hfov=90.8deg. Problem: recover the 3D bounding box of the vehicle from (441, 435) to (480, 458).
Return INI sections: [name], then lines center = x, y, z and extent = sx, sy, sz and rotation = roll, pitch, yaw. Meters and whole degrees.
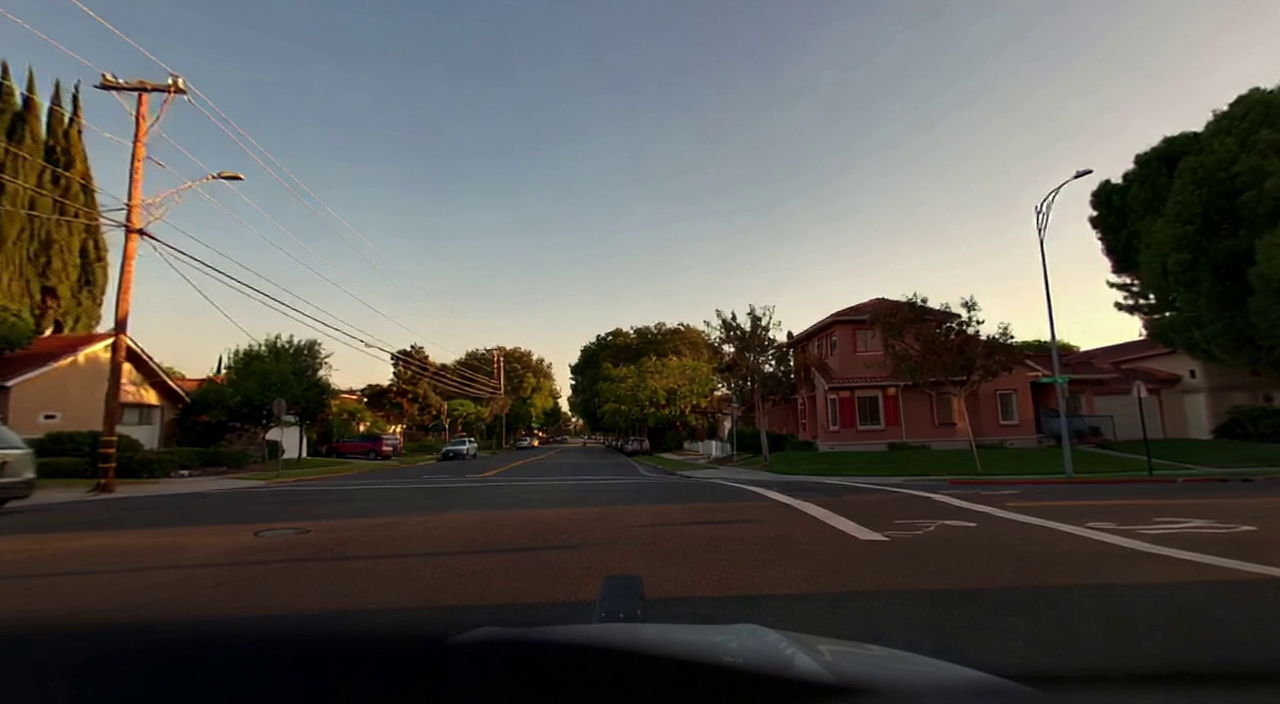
[vehicle]
center = -12.869, 6.812, 45.543
extent = 2.036, 1.546, 4.705
rotation = 1, -8, -7
